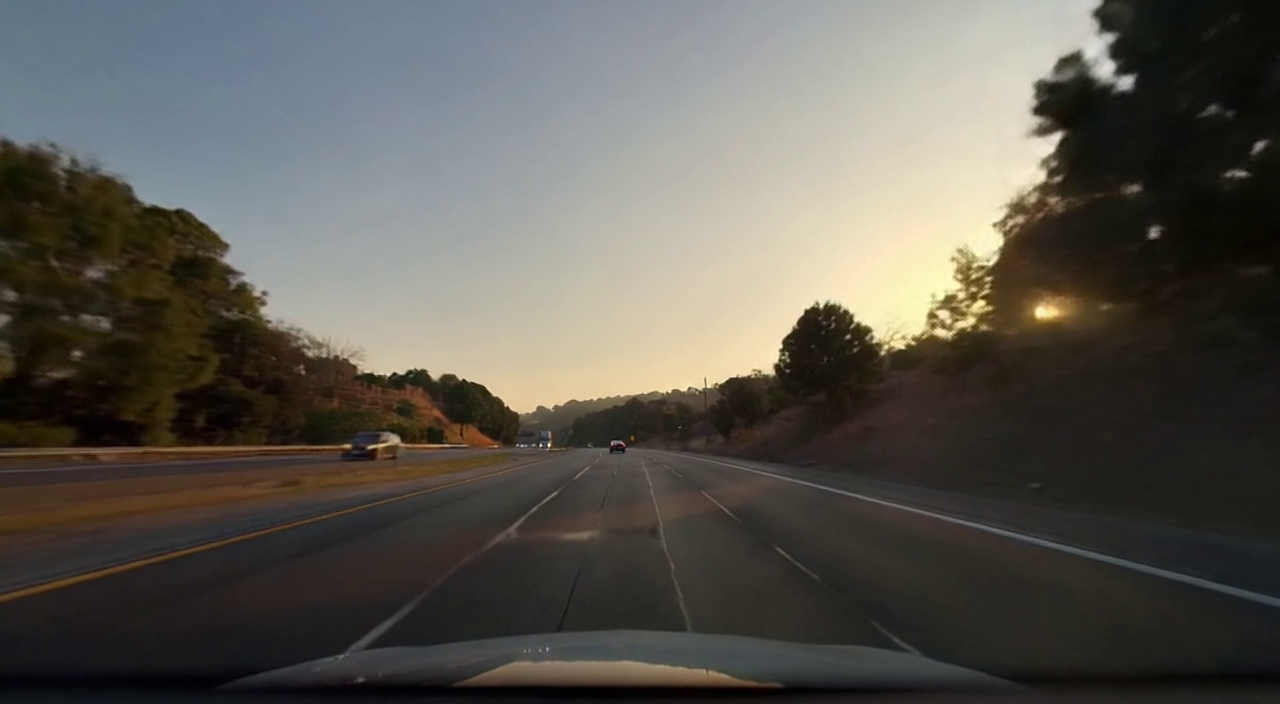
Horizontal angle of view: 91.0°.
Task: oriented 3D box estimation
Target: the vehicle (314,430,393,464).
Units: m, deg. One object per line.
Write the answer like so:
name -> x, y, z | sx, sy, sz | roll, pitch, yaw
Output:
vehicle -> -14.247, 4.726, 31.609 | 2.011, 1.555, 4.404 | 0, -8, -3
